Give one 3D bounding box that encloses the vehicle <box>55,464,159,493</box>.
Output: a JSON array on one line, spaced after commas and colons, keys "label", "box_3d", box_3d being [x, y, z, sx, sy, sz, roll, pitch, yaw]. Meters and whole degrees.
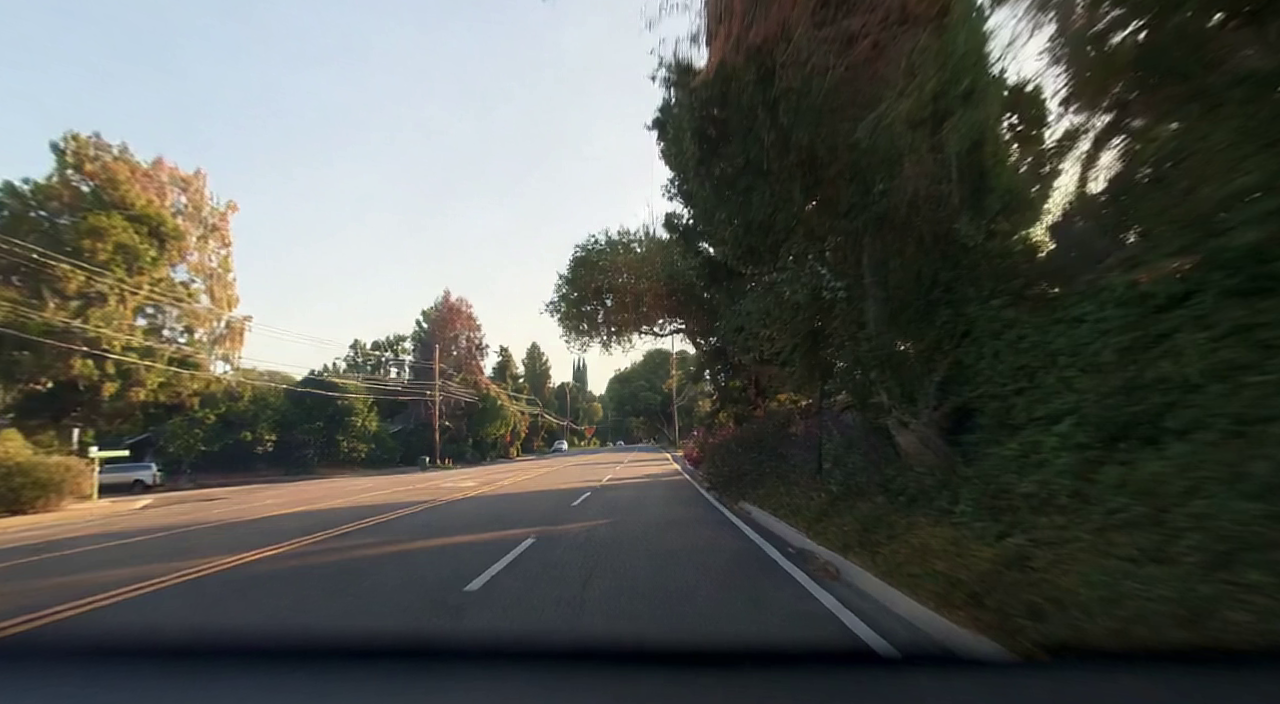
[{"label": "vehicle", "box_3d": [-29.703, 7.037, 35.209, 4.175, 1.462, 1.822, -1, -8, 2]}]
